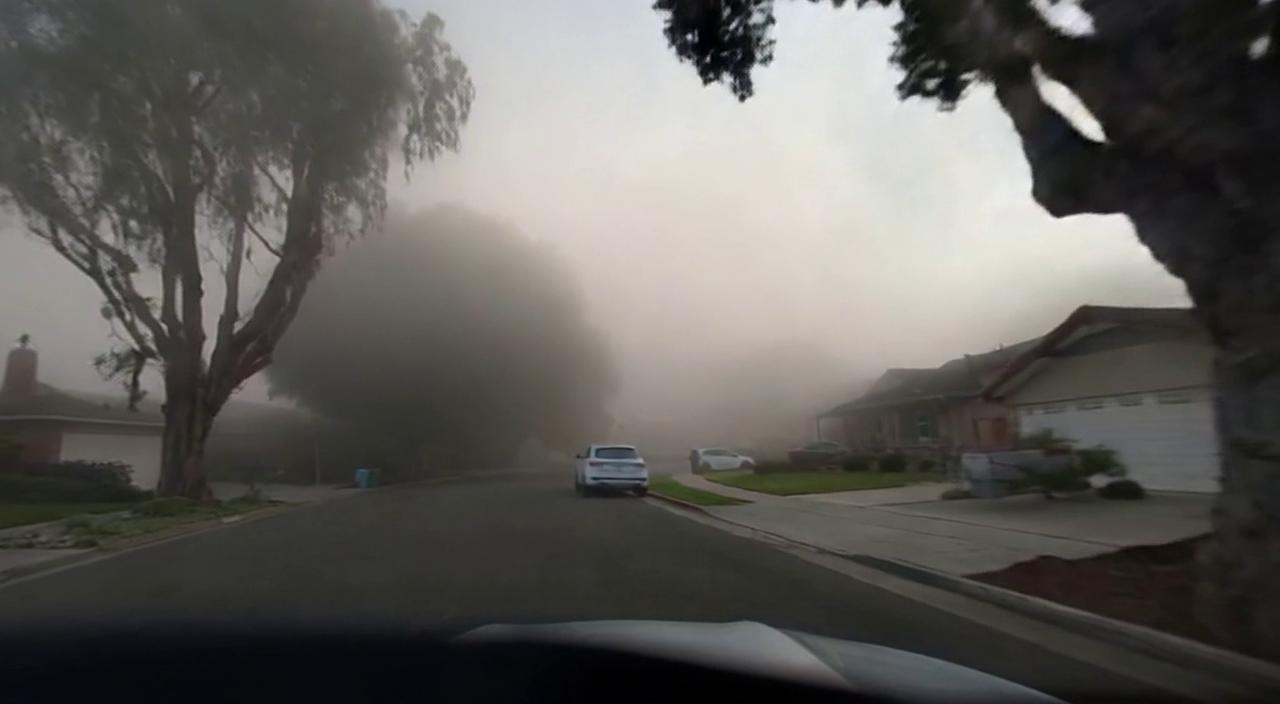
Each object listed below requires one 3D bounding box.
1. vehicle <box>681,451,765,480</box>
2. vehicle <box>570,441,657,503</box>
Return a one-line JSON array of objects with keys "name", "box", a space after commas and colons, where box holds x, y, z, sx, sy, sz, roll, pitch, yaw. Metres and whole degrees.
[{"name": "vehicle", "box": [4.530, 6.261, 34.812, 4.457, 1.510, 1.762, -1, -8, 5]}, {"name": "vehicle", "box": [-1.009, 3.828, 20.542, 2.163, 1.760, 4.591, 1, -9, -11]}]
